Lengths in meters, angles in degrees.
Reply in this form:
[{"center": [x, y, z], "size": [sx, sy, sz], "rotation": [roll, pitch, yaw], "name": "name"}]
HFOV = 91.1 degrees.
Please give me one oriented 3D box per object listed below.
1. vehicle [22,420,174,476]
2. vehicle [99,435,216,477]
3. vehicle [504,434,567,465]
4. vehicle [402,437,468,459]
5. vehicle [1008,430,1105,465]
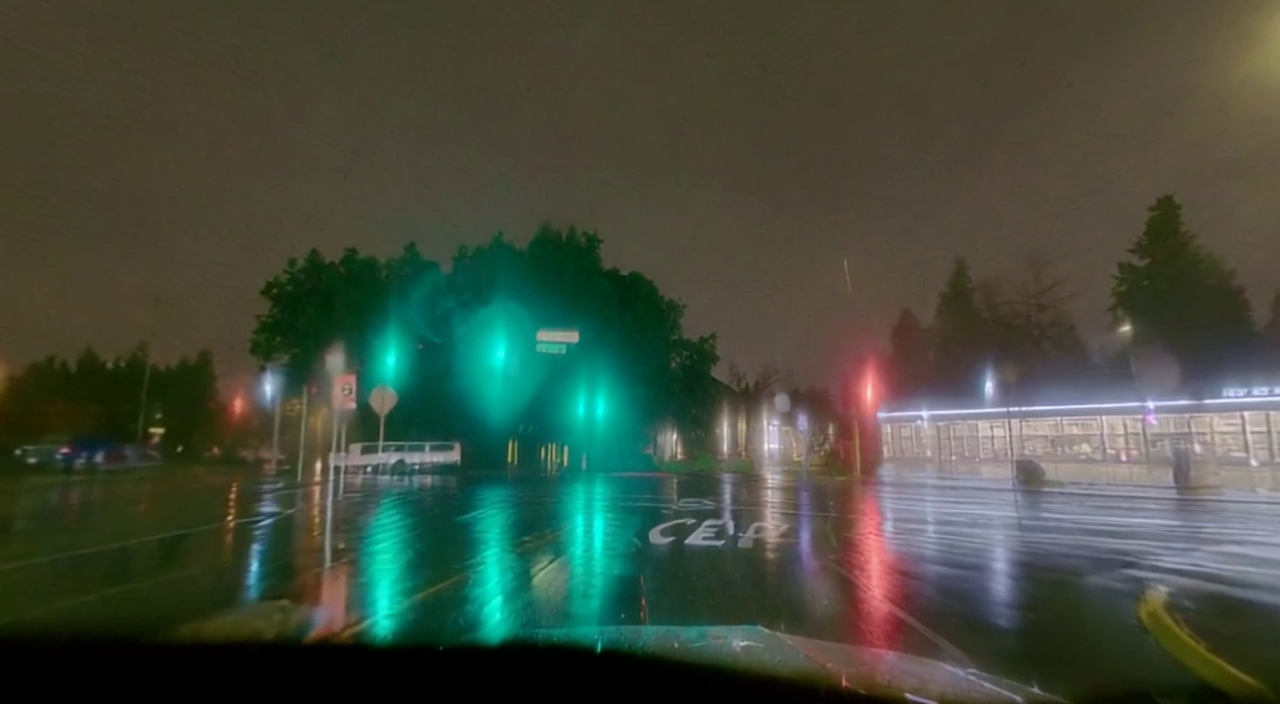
[{"center": [-20.865, 3.731, 24.544], "size": [2.337, 1.934, 4.843], "rotation": [2, -9, -12], "name": "vehicle"}, {"center": [-17.716, 3.821, 23.306], "size": [1.789, 1.399, 4.236], "rotation": [2, -9, -14], "name": "vehicle"}, {"center": [-6.884, 6.453, 41.752], "size": [2.072, 1.922, 4.112], "rotation": [-4, -9, 27], "name": "vehicle"}, {"center": [-15.439, 7.252, 47.568], "size": [2.015, 1.529, 4.598], "rotation": [-4, -9, 27], "name": "vehicle"}, {"center": [24.657, 5.673, 37.392], "size": [4.474, 1.956, 2.263], "rotation": [-4, -9, 27], "name": "vehicle"}]
